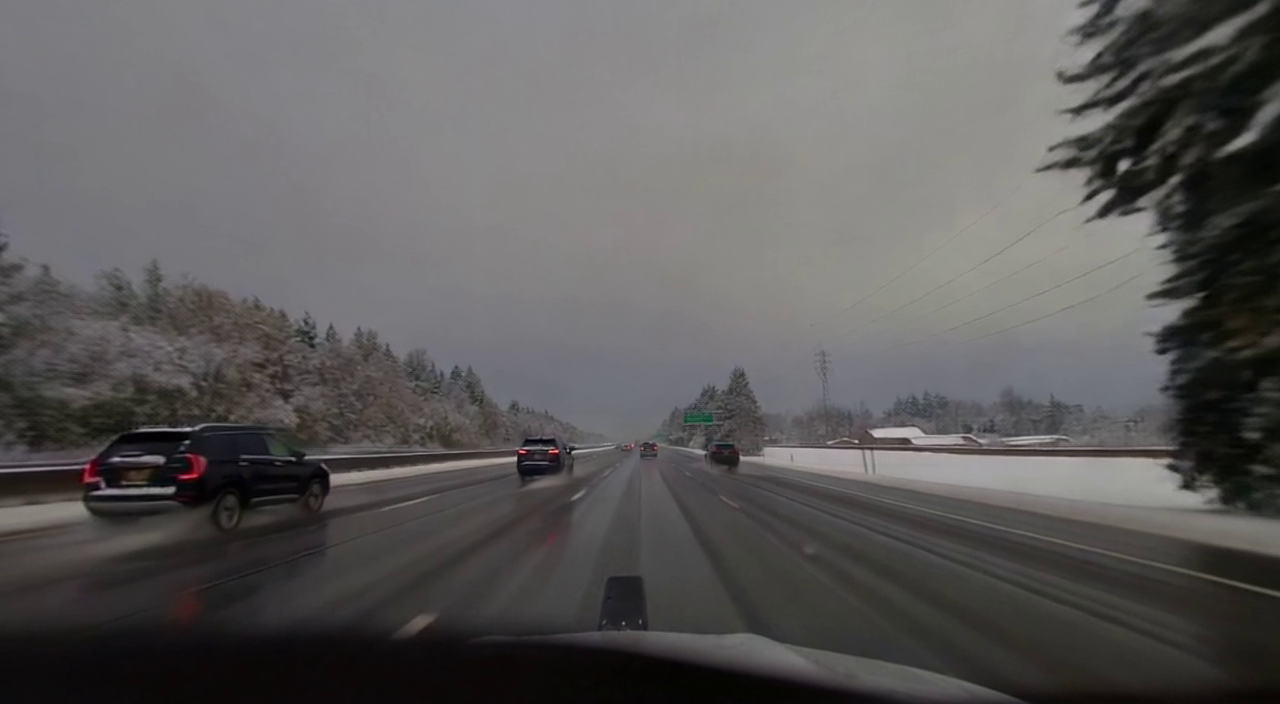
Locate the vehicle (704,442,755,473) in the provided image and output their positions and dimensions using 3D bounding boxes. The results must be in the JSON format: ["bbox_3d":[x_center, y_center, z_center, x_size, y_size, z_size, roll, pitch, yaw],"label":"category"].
[{"bbox_3d":[4.553,5.414,32.610,1.964,1.479,4.252,0,-8,-1],"label":"vehicle"}]

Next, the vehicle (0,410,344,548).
[{"bbox_3d":[-7.376,2.027,10.795,2.162,1.805,4.853,0,-8,1],"label":"vehicle"}]

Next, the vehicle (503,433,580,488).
[{"bbox_3d":[-3.284,3.714,21.866,1.961,1.704,4.052,0,-8,1],"label":"vehicle"}]
